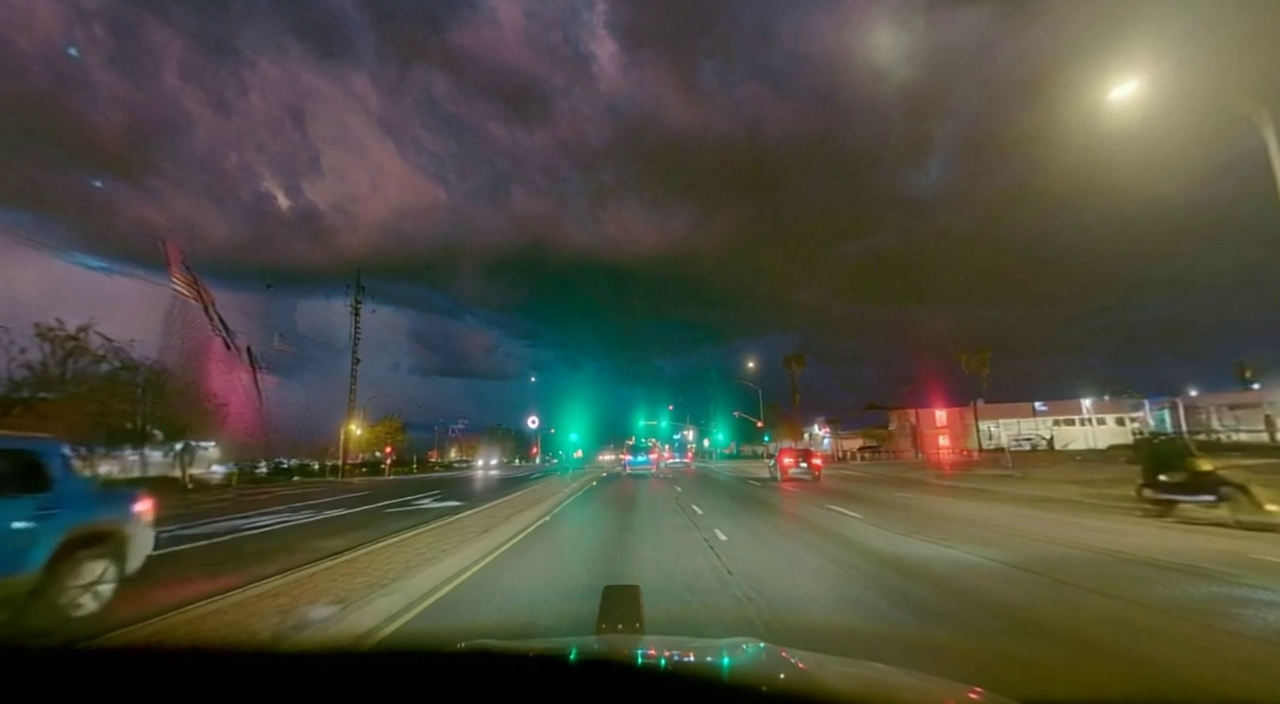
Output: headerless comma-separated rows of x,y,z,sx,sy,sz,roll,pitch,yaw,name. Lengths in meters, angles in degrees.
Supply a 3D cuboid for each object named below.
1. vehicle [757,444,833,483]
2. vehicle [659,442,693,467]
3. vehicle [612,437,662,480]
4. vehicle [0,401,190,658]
6.265,4.571,26.127,1.944,1.447,4.309,0,-9,-1,vehicle
2.540,7.482,46.079,2.112,1.710,4.234,0,-9,-1,vehicle
-0.168,4.896,29.240,2.151,1.787,4.109,0,-9,-1,vehicle
-5.315,1.132,3.792,2.016,1.711,4.387,0,-9,-1,vehicle
